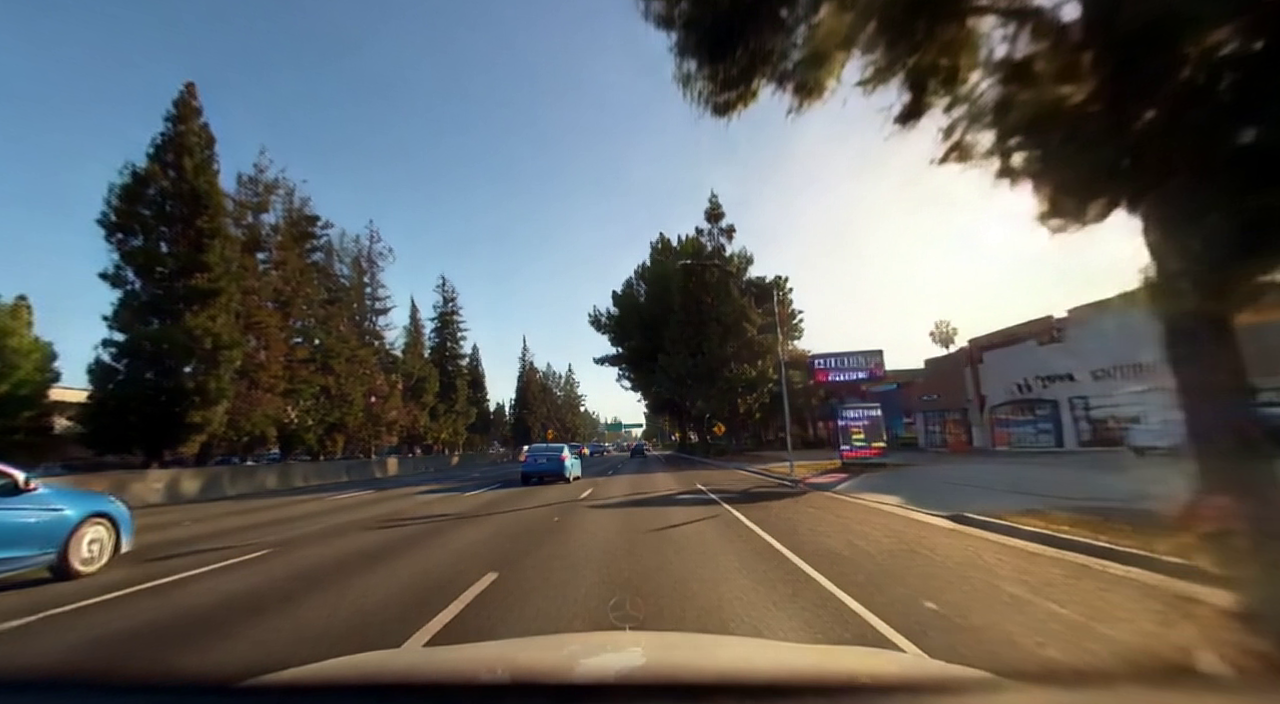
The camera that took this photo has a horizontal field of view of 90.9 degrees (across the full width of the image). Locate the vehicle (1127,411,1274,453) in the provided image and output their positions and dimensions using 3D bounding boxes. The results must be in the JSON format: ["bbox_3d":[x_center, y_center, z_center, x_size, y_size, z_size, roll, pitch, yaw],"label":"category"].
[{"bbox_3d":[25.254,3.643,28.516,4.643,1.852,1.978,0,-9,1],"label":"vehicle"}]

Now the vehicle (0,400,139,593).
[{"bbox_3d":[-6.813,1.190,4.941,2.043,1.726,4.472,0,-9,0],"label":"vehicle"}]

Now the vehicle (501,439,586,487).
[{"bbox_3d":[-3.202,3.801,21.914,2.152,1.479,4.394,0,-9,1],"label":"vehicle"}]

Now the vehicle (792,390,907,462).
[{"bbox_3d":[12.132,4.631,37.994,2.995,3.704,10.928,0,-9,-1],"label":"vehicle"}]
